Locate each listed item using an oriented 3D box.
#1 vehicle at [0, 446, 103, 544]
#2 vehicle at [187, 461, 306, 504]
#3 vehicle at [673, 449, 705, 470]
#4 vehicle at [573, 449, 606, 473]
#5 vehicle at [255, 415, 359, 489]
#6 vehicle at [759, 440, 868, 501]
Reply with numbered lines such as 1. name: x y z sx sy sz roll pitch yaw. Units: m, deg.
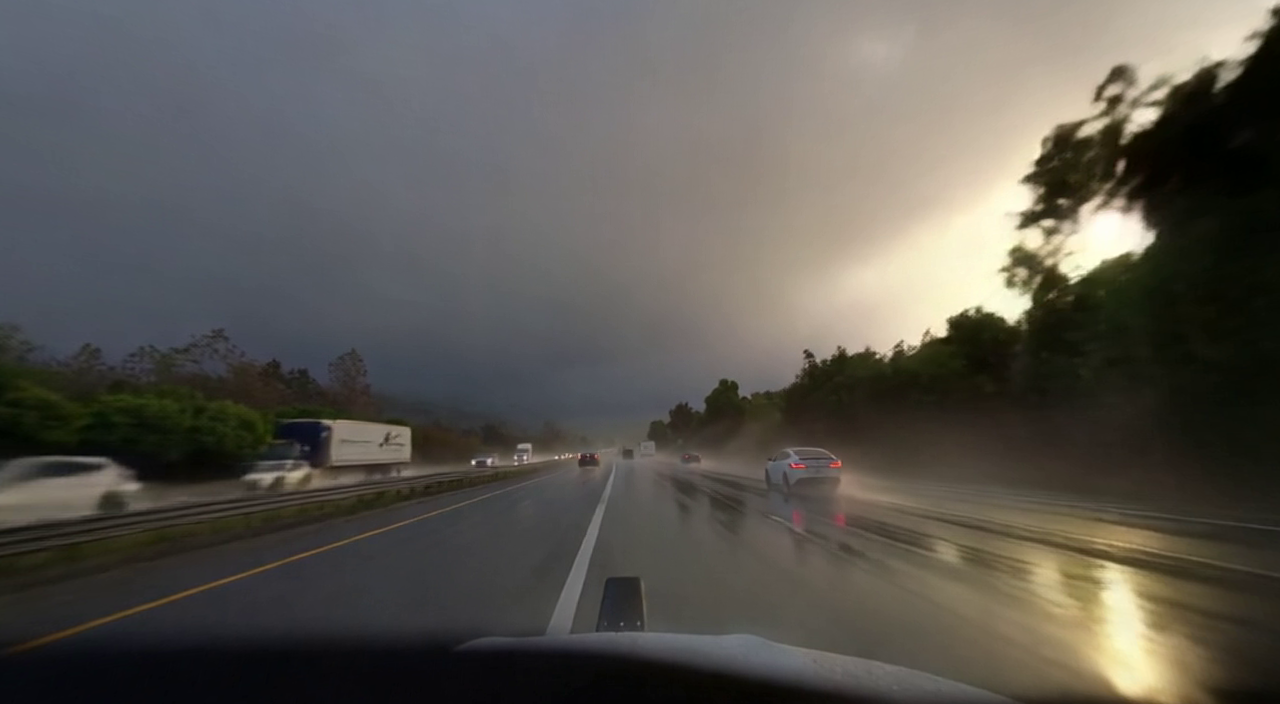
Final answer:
1. vehicle: -11.255 2.244 9.766 1.957 1.567 4.514 0 -9 -1
2. vehicle: -15.340 5.080 24.947 1.939 1.447 4.463 0 -9 -2
3. vehicle: 3.540 7.894 46.459 1.846 1.480 3.694 0 -9 -3
4. vehicle: -3.359 7.317 42.718 2.021 1.507 4.272 0 -9 -1
5. vehicle: -19.704 5.955 37.821 2.977 4.017 5.889 0 -9 -2
6. vehicle: 4.907 3.392 18.432 1.903 1.566 3.866 0 -9 -3
